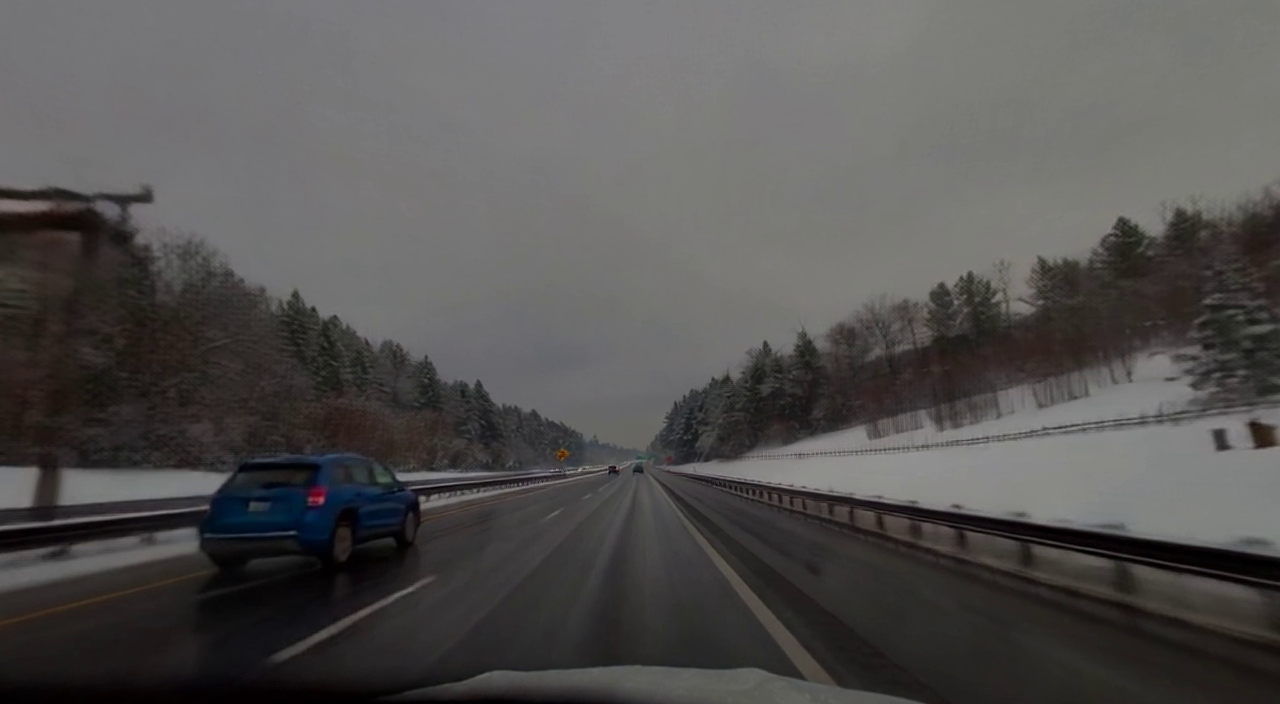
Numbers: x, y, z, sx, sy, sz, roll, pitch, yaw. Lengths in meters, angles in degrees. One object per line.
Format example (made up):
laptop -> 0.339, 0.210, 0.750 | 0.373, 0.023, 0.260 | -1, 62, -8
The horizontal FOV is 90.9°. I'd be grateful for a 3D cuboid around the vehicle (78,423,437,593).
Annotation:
vehicle -> -4.466, 1.924, 8.402 | 2.042, 1.629, 4.276 | 1, -10, 0
